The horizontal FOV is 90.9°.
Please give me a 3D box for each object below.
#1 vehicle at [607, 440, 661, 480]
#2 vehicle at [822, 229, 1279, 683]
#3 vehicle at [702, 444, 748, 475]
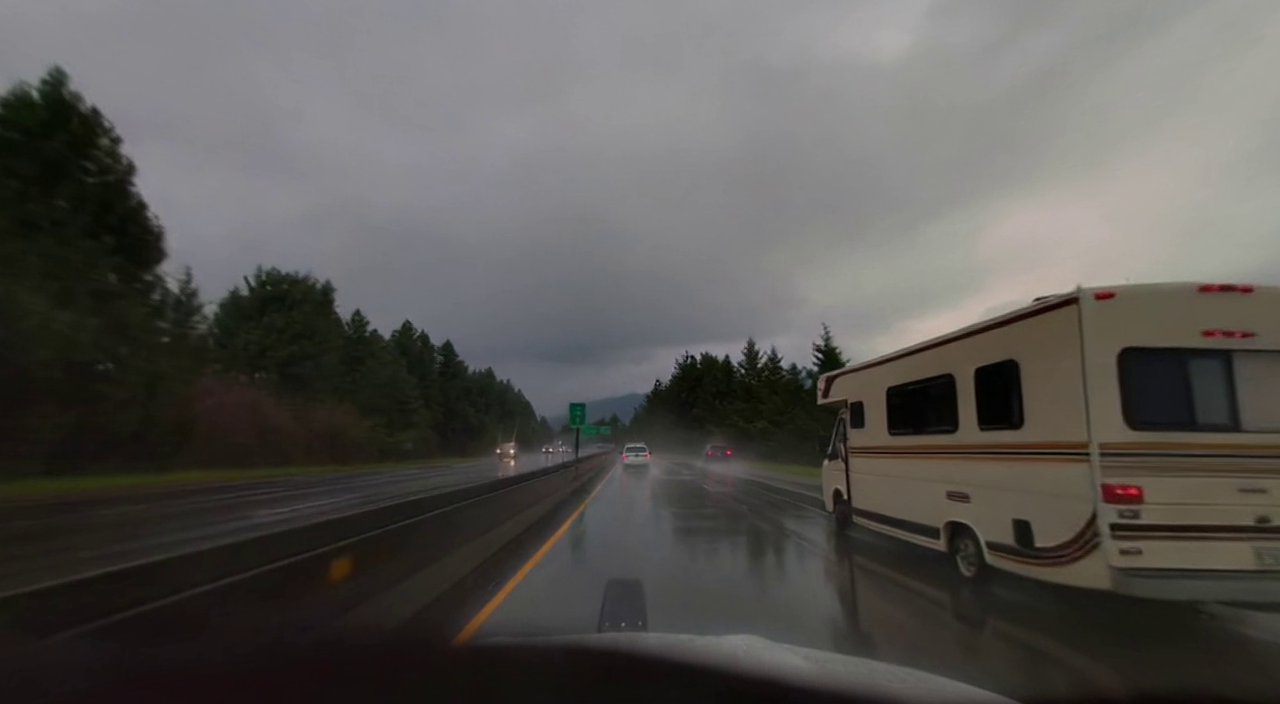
[{"bbox_3d":[-0.260,4.614,27.057,2.120,1.575,4.018,0,-9,0],"label":"vehicle"},{"bbox_3d":[4.589,1.131,7.461,2.745,2.832,7.035,1,-9,0],"label":"vehicle"},{"bbox_3d":[4.224,5.390,31.702,1.757,1.459,3.398,0,-9,-1],"label":"vehicle"}]
